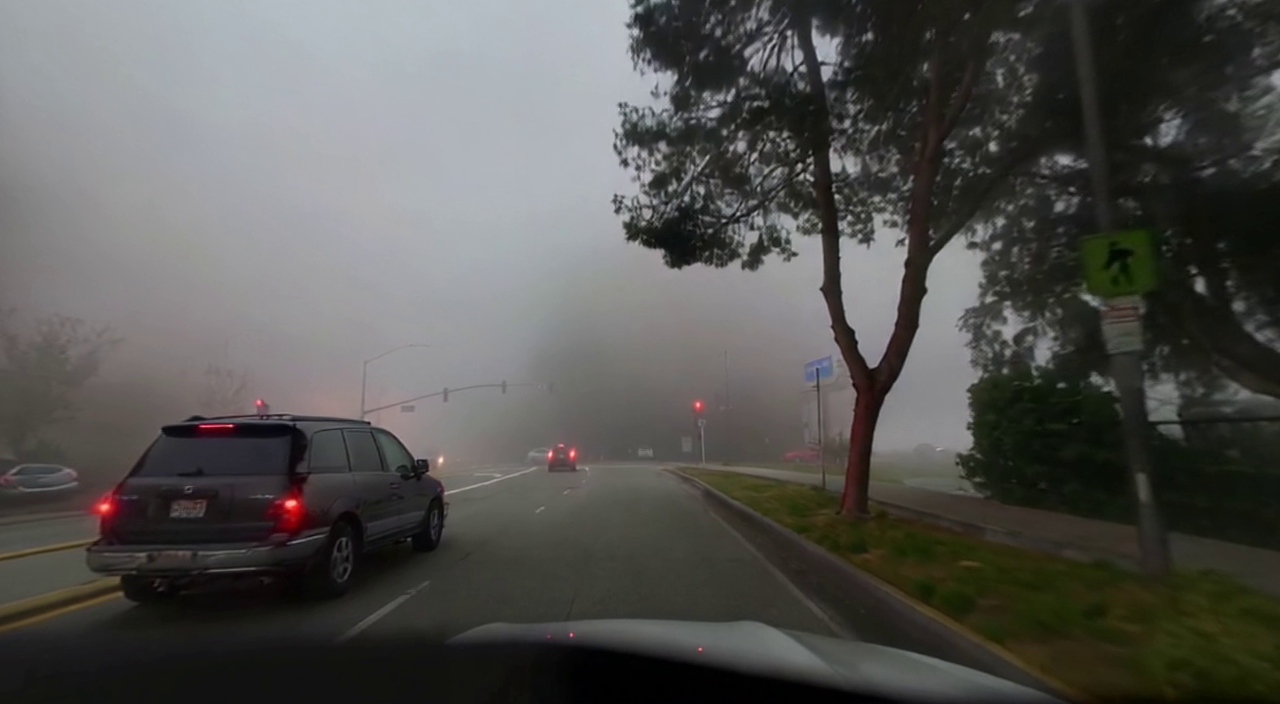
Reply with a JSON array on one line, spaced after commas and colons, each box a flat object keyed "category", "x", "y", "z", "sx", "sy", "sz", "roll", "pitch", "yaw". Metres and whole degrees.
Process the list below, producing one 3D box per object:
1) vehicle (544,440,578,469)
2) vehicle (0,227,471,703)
[{"category": "vehicle", "x": -5.289, "y": 6.926, "z": 42.803, "sx": 2.134, "sy": 1.799, "sz": 5.082, "roll": 1, "pitch": -9, "yaw": -6}, {"category": "vehicle", "x": -3.338, "y": 0.985, "z": 4.795, "sx": 2.509, "sy": 1.885, "sz": 5.831, "roll": 0, "pitch": -9, "yaw": 0}]
